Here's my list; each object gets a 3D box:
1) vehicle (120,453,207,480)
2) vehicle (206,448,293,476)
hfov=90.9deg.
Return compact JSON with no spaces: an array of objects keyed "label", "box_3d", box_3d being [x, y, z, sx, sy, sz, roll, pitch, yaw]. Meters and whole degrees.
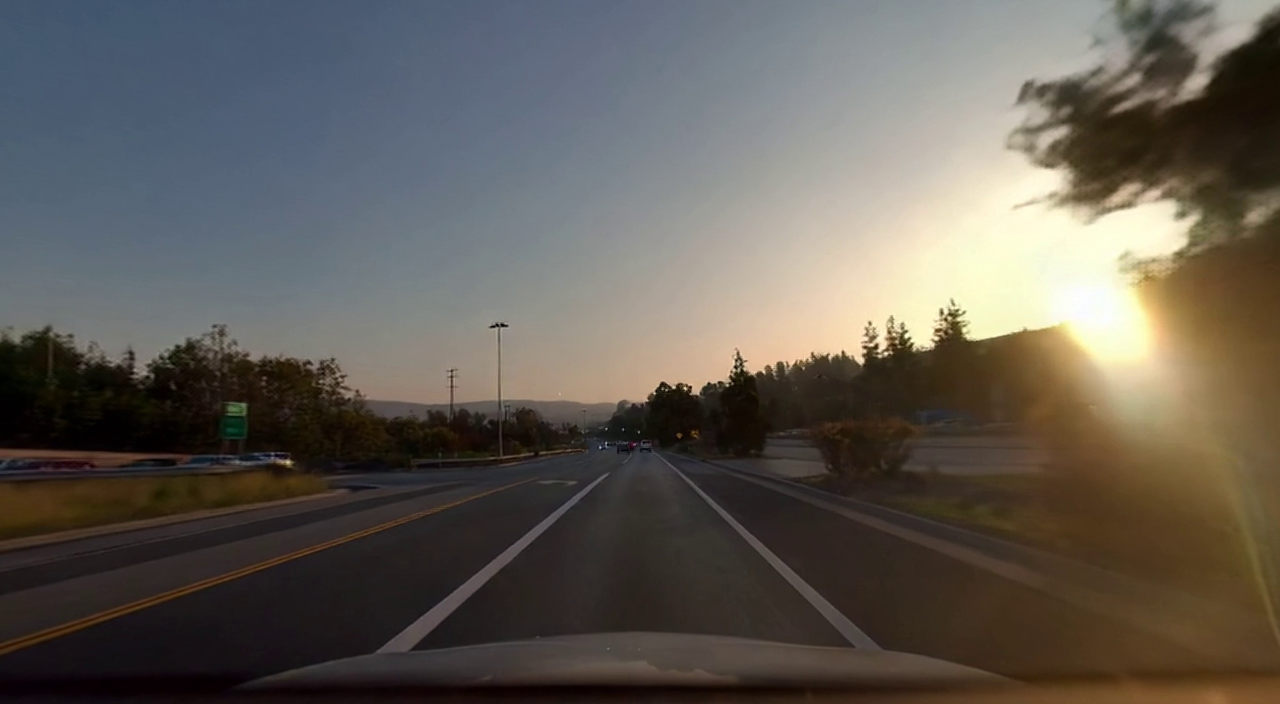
[{"label":"vehicle","box_3d":[-31.566,7.572,41.819,4.260,1.498,1.850,-3,-8,-1]},{"label":"vehicle","box_3d":[-25.705,7.223,41.549,4.495,1.641,1.966,-2,-8,3]}]
